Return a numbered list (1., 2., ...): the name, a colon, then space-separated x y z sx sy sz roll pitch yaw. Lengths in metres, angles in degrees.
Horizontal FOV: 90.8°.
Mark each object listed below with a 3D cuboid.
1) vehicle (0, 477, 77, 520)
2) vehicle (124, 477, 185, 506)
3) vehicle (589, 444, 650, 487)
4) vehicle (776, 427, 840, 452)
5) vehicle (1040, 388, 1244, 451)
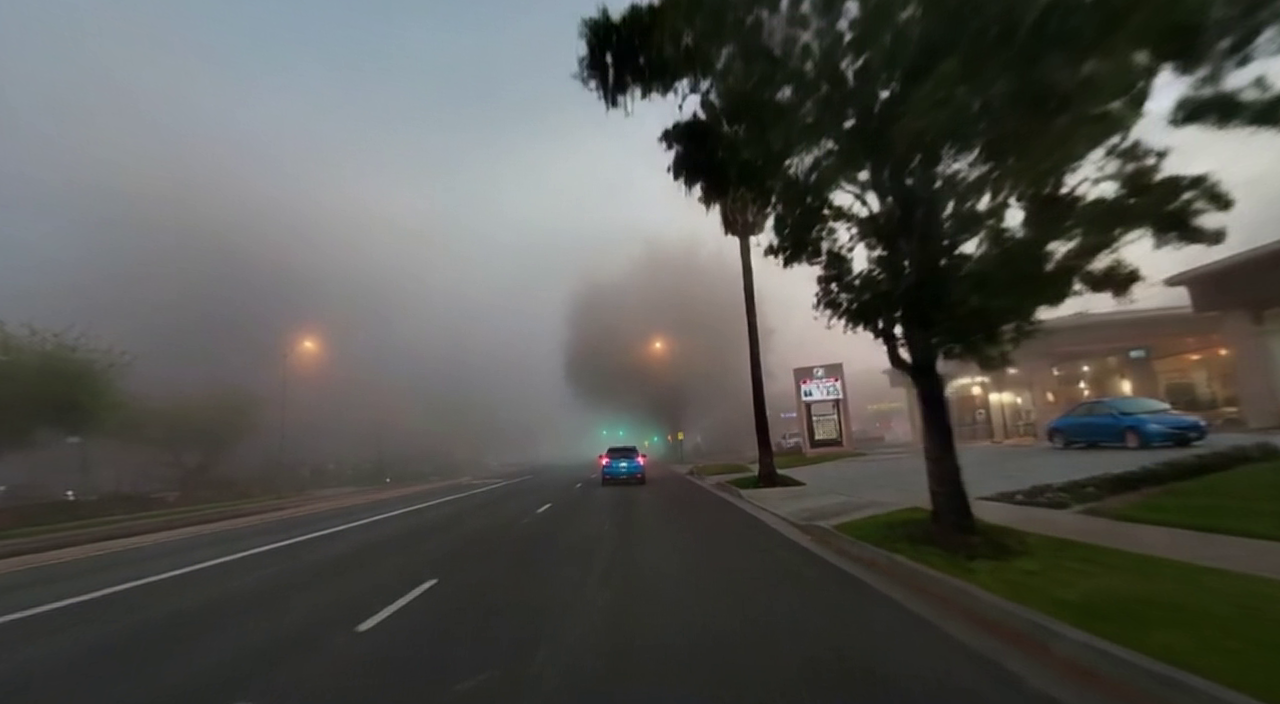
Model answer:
1. vehicle: -30.292 7.013 30.284 2.092 1.719 4.868 0 -8 0
2. vehicle: -31.668 9.049 41.296 1.791 1.511 4.030 2 -9 -17
3. vehicle: -0.767 4.325 24.489 2.156 1.462 4.495 0 -8 -1
4. vehicle: 12.516 6.629 47.395 1.873 1.657 4.557 6 -12 -31
5. vehicle: 13.332 1.935 17.243 1.827 1.497 4.468 0 -8 -1
